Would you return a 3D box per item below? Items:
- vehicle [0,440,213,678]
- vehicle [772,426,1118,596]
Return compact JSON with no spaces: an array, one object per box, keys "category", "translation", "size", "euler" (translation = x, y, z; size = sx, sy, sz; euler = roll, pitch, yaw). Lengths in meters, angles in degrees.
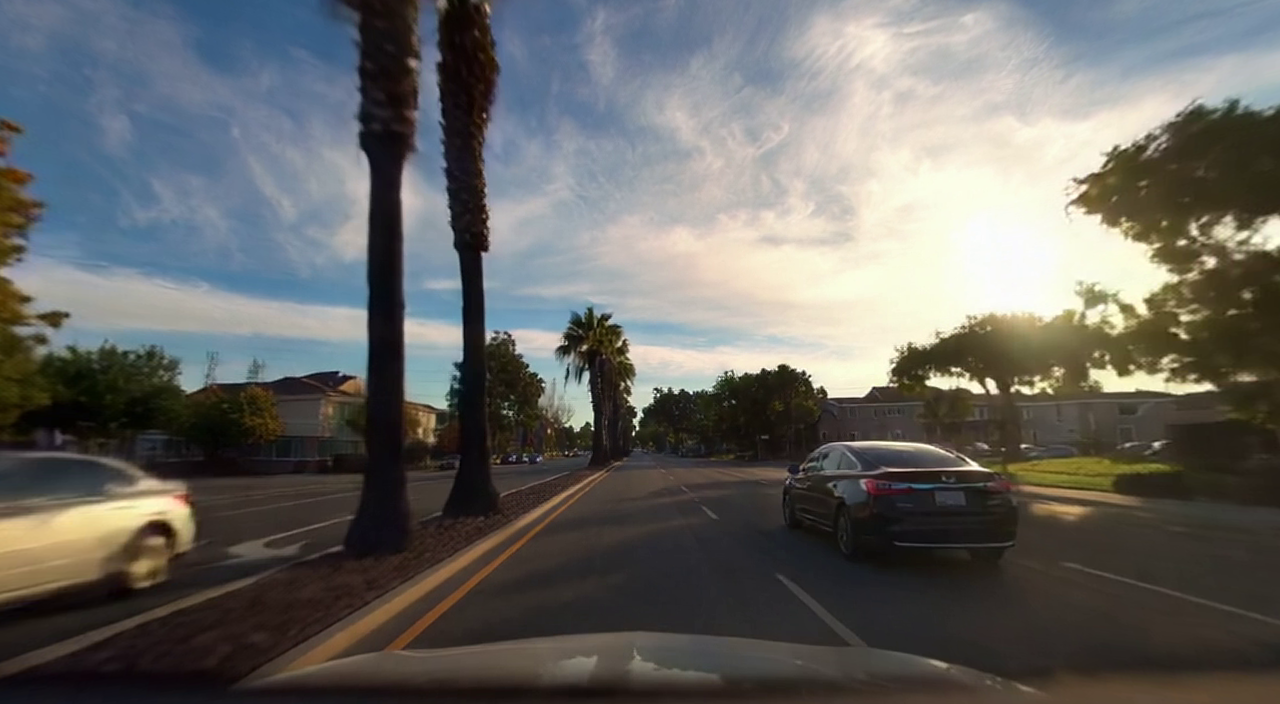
[{"category":"vehicle","translation":[-4.813,1.227,3.590],"size":[1.798,1.441,4.309],"euler":[0,-9,-1]},{"category":"vehicle","translation":[3.210,1.772,8.014],"size":[1.989,1.492,4.689],"euler":[0,-9,-1]}]
